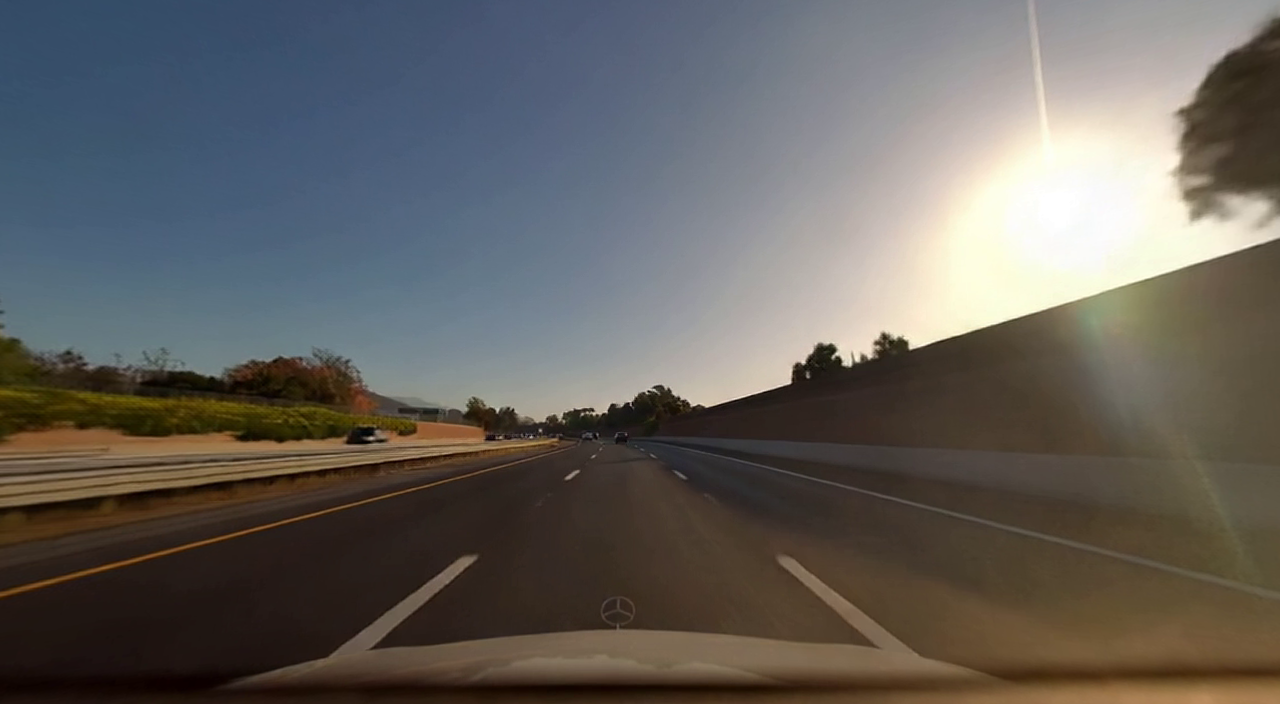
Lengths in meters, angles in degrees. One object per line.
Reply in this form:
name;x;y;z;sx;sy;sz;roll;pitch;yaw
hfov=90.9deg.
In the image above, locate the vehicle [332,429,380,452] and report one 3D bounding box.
vehicle;-22.068;6.865;49.175;1.898;1.708;4.298;1;-8;-3
